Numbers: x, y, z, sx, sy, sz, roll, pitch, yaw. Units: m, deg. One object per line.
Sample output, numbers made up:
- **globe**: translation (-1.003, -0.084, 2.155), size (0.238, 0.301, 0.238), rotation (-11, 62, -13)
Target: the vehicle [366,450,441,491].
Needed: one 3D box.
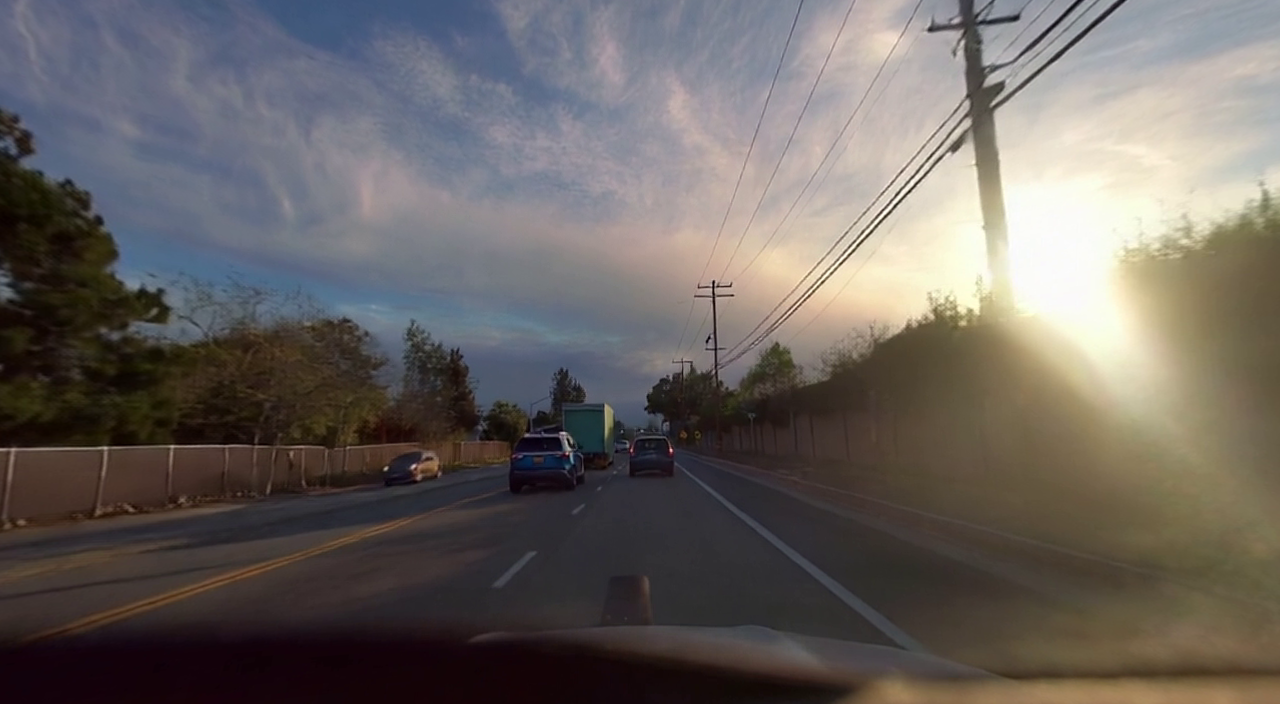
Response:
- **vehicle**: translation (-11.739, 5.869, 31.557), size (1.959, 1.691, 4.479), rotation (-5, -9, 0)

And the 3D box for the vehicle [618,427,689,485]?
- **vehicle**: translation (0.413, 3.532, 21.575), size (2.174, 1.749, 4.113), rotation (-1, -9, 0)

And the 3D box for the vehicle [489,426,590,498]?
- **vehicle**: translation (-2.780, 3.192, 18.592), size (2.093, 1.832, 4.508), rotation (-1, -9, 2)

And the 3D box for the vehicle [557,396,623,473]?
- **vehicle**: translation (-2.603, 4.806, 36.075), size (2.928, 3.658, 10.953), rotation (-1, -9, 0)
